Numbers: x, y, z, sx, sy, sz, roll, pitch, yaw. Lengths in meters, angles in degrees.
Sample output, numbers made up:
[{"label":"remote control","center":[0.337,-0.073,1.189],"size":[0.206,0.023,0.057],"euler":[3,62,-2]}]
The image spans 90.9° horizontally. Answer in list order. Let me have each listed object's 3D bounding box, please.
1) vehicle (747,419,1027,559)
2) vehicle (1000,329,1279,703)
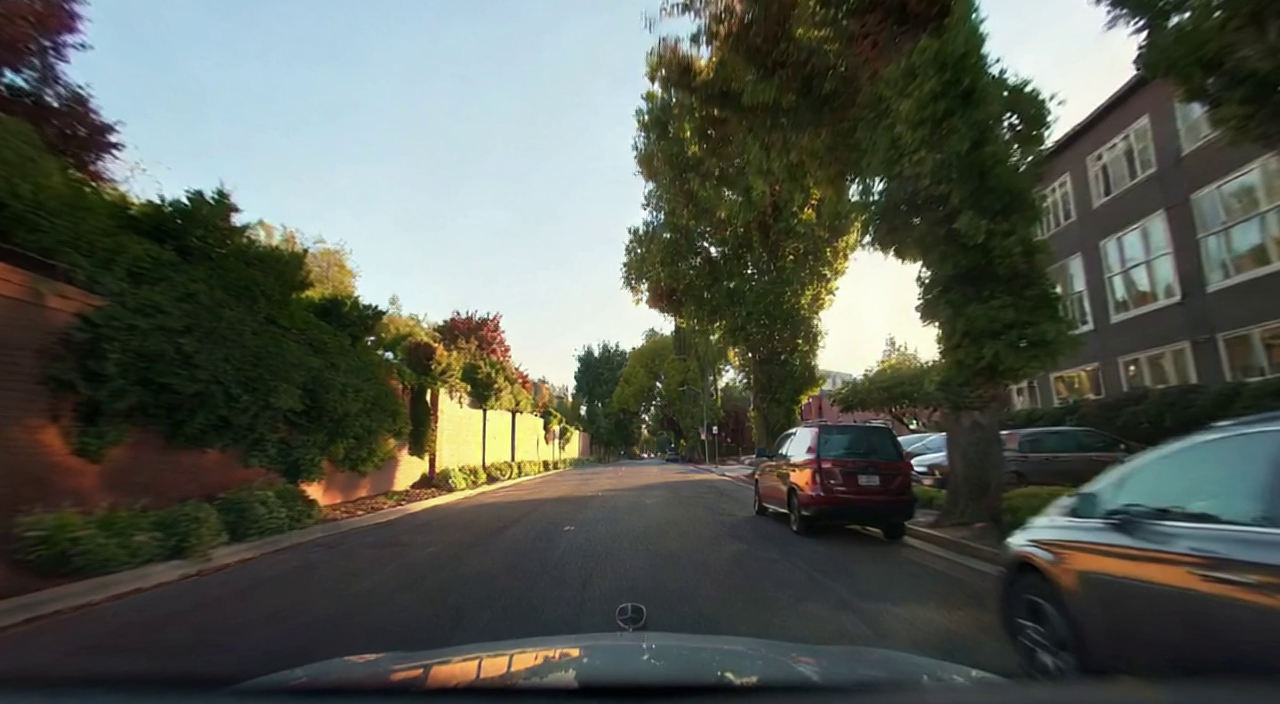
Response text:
[{"label":"vehicle","center":[3.497,2.129,10.880],"size":[2.161,1.622,6.732],"euler":[1,-9,0]},{"label":"vehicle","center":[3.546,0.616,1.205],"size":[2.147,1.780,6.071],"euler":[0,-9,0]}]
